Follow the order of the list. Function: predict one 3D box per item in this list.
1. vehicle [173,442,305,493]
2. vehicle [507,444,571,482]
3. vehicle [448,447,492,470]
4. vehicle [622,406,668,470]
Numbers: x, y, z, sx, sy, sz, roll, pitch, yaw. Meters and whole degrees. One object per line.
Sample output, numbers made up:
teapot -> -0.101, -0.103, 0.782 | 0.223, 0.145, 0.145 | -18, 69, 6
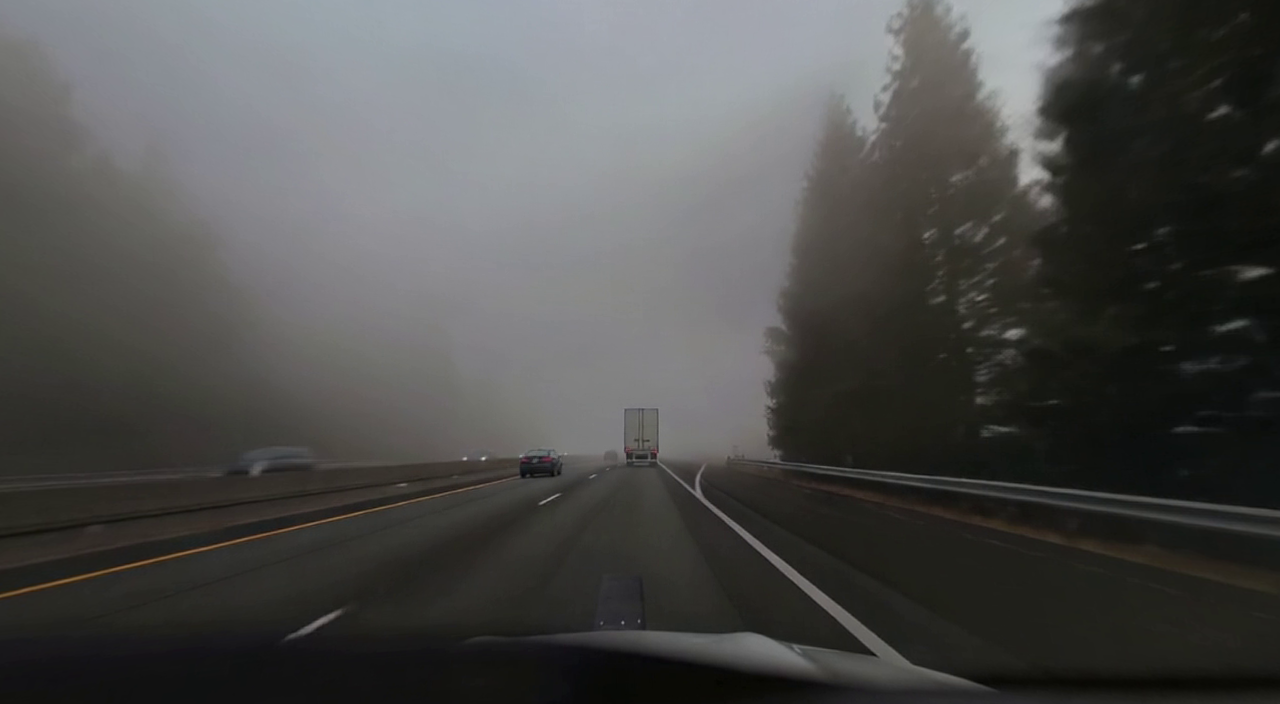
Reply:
vehicle -> -13.577, 3.910, 21.689 | 1.828, 1.576, 4.143 | 0, -9, -1
vehicle -> -4.430, 4.965, 28.480 | 2.051, 1.538, 4.569 | 0, -9, 1
vehicle -> -13.029, 8.170, 48.576 | 1.985, 1.594, 4.906 | 0, -9, 1
vehicle -> 0.350, 6.114, 44.375 | 2.899, 3.966, 10.053 | 0, -8, 0
